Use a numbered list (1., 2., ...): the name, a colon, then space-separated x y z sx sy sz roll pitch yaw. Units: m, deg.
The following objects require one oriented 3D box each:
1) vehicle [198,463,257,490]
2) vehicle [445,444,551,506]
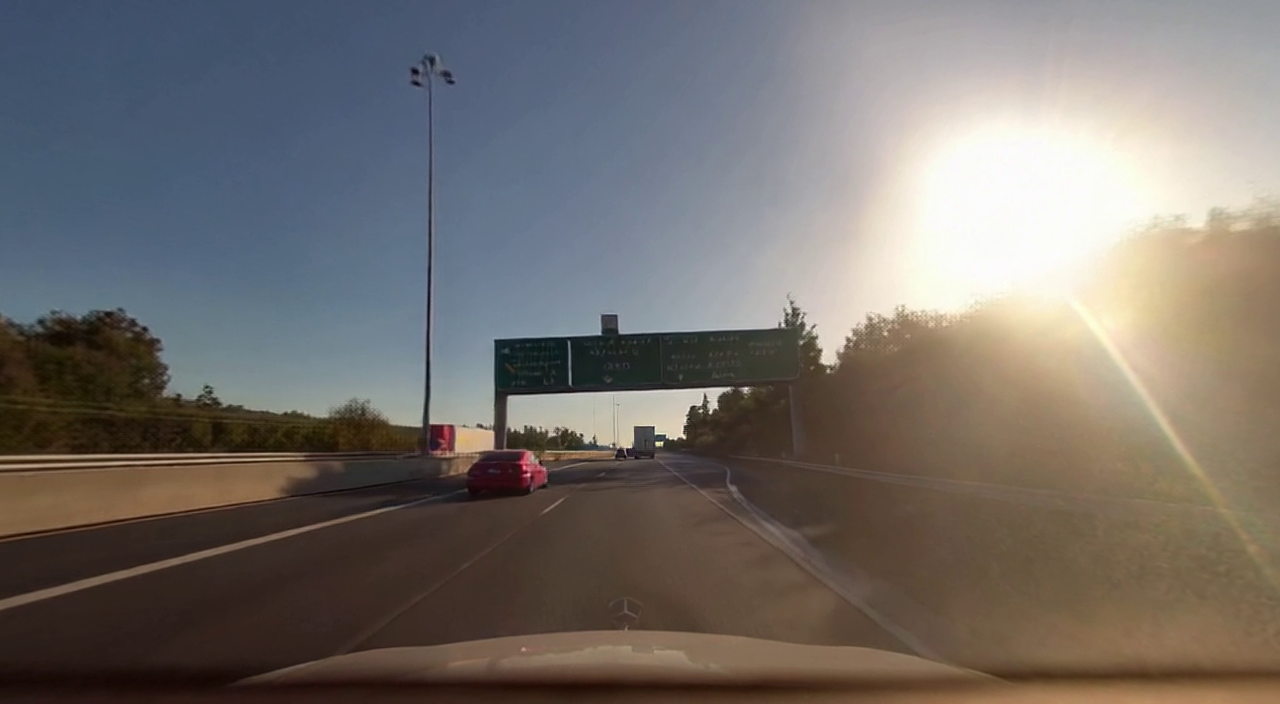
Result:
1. vehicle: -26.860 8.082 41.230 1.764 1.526 4.237 2 -9 -12
2. vehicle: -3.718 3.299 17.303 1.886 1.465 4.119 0 -9 1
